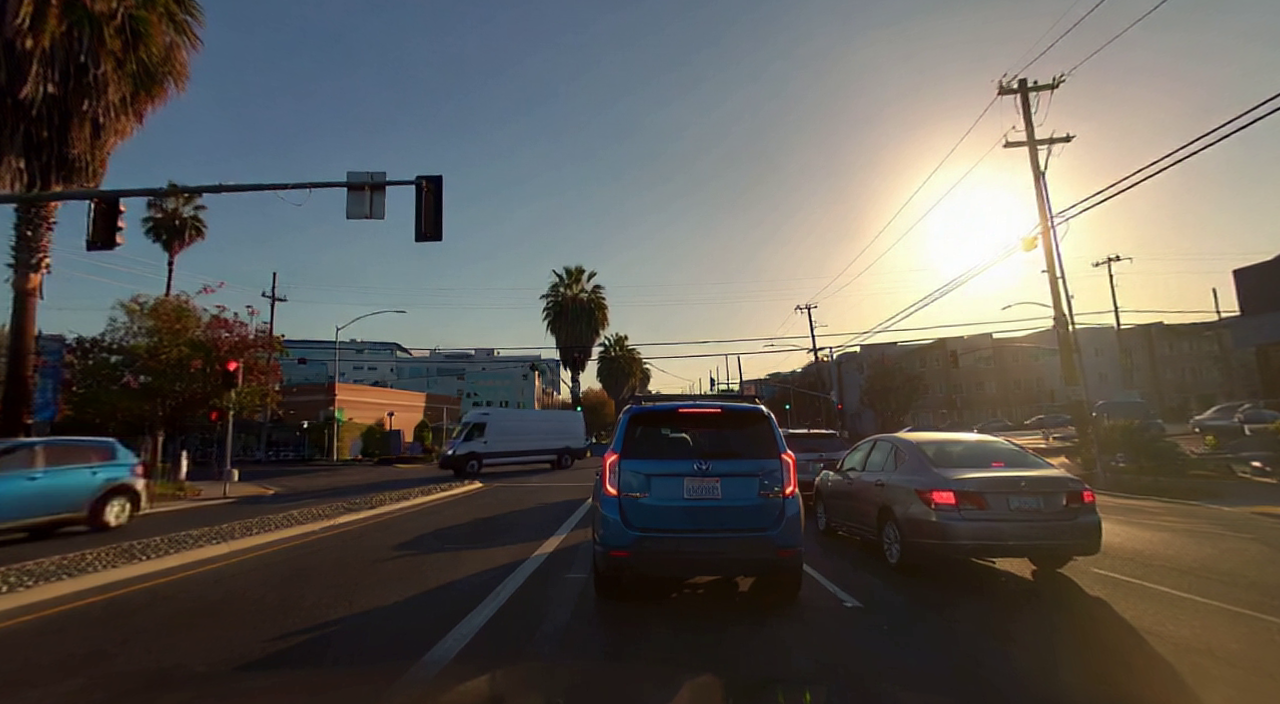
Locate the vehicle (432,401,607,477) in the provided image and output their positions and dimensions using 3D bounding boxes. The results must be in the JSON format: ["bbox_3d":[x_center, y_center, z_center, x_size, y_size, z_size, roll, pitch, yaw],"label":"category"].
[{"bbox_3d":[-6.727,5.323,38.153,2.973,3.889,11.535,-6,-10,34],"label":"vehicle"}]

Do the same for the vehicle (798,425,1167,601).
[{"bbox_3d":[3.436,1.681,7.503,1.895,1.456,4.255,0,-9,-2],"label":"vehicle"}]

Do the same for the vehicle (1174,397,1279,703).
[{"bbox_3d":[3.357,0.653,0.658,1.805,1.485,4.348,0,-9,1],"label":"vehicle"}]

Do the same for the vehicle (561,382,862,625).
[{"bbox_3d":[0.454,1.436,6.883,2.228,1.780,4.269,0,-9,-2],"label":"vehicle"}]

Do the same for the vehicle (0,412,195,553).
[{"bbox_3d":[-13.103,2.714,13.483,2.230,2.653,5.869,-1,-9,8],"label":"vehicle"}]
